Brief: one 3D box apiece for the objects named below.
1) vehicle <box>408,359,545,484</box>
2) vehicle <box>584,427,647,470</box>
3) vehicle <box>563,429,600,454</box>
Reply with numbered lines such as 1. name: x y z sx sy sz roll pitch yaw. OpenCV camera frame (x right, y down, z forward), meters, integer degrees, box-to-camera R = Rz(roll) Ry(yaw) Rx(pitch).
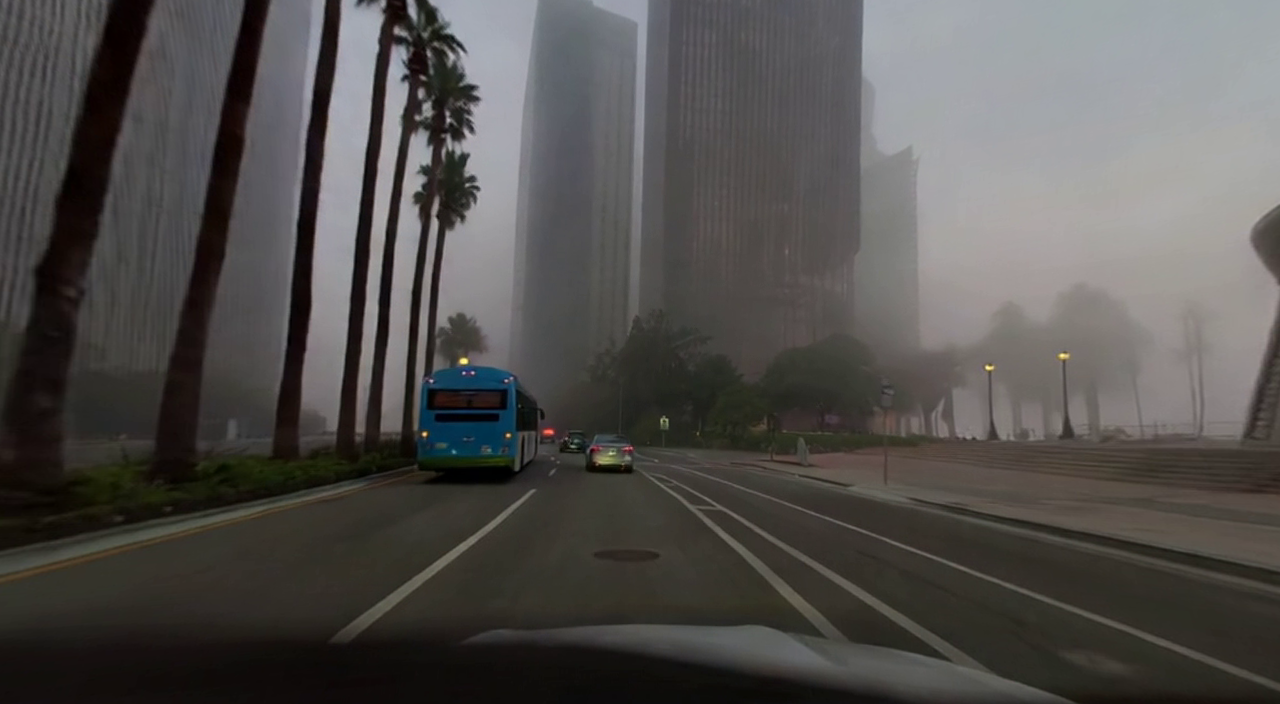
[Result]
1. vehicle: -4.676 2.287 19.935 2.678 3.042 8.474 2 -8 -5
2. vehicle: -1.076 3.788 24.992 2.107 1.481 4.097 3 -8 -7
3. vehicle: -3.831 5.818 40.975 1.993 1.452 3.873 3 -8 -10
